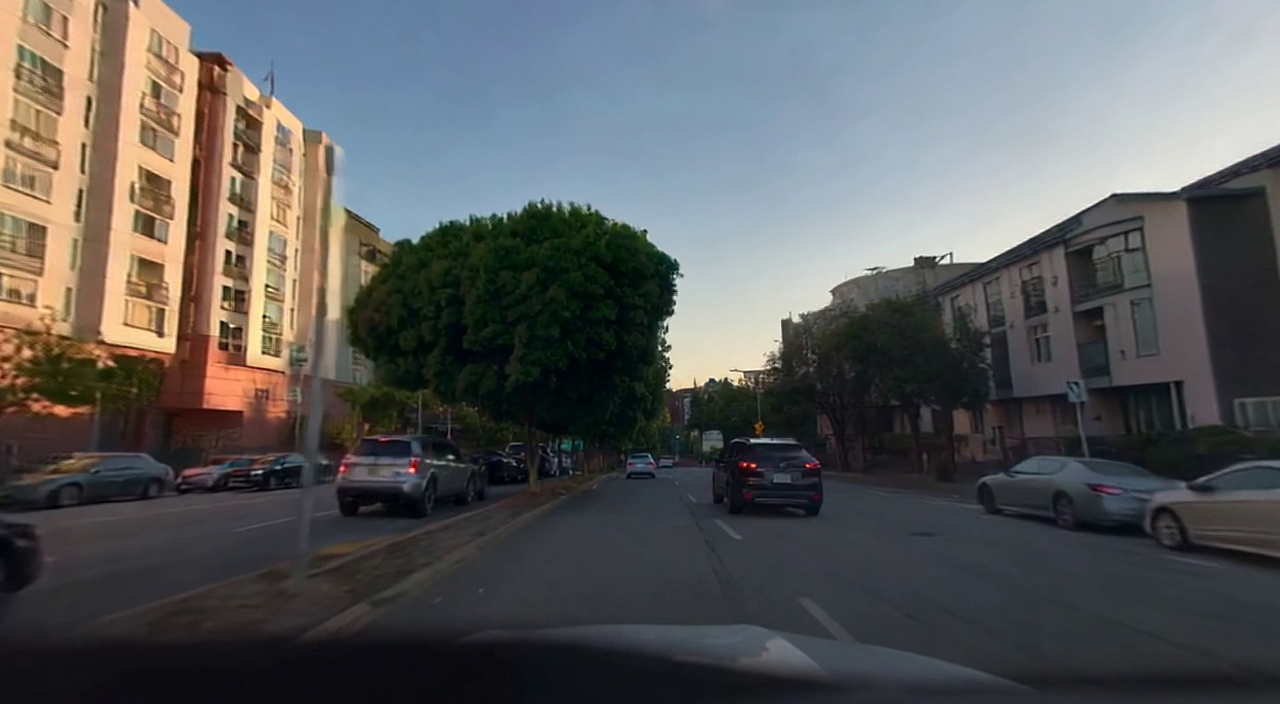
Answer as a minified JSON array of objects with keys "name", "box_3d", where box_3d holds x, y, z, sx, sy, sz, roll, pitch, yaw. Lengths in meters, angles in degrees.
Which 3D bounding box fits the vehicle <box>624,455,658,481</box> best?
[{"name":"vehicle","box_3d":[0.002,7.449,40.828,2.059,1.492,4.033,0,-8,-2]}]

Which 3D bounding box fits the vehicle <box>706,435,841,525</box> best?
[{"name":"vehicle","box_3d":[3.044,3.021,15.620,2.129,1.844,4.767,0,-8,-2]}]

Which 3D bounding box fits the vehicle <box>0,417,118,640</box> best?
[{"name":"vehicle","box_3d":[-5.494,1.031,2.927,2.062,1.532,4.830,-2,-9,0]}]

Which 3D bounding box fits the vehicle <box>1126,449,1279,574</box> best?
[{"name":"vehicle","box_3d":[9.060,2.010,7.902,1.962,1.542,4.999,0,-8,0]}]

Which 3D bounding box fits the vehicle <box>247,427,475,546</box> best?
[{"name":"vehicle","box_3d":[-5.006,2.464,12.386,2.275,1.816,4.923,0,-8,-1]}]

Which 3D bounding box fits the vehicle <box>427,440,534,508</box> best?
[{"name":"vehicle","box_3d":[-4.861,3.760,20.202,2.009,1.837,5.590,0,-8,0]}]

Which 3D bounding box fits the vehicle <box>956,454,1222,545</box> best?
[{"name":"vehicle","box_3d":[8.947,2.936,13.328,1.953,1.455,4.883,0,-8,-1]}]

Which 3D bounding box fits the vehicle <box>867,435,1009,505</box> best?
[{"name":"vehicle","box_3d":[9.017,3.597,19.733,1.935,1.875,5.051,0,-9,0]}]
